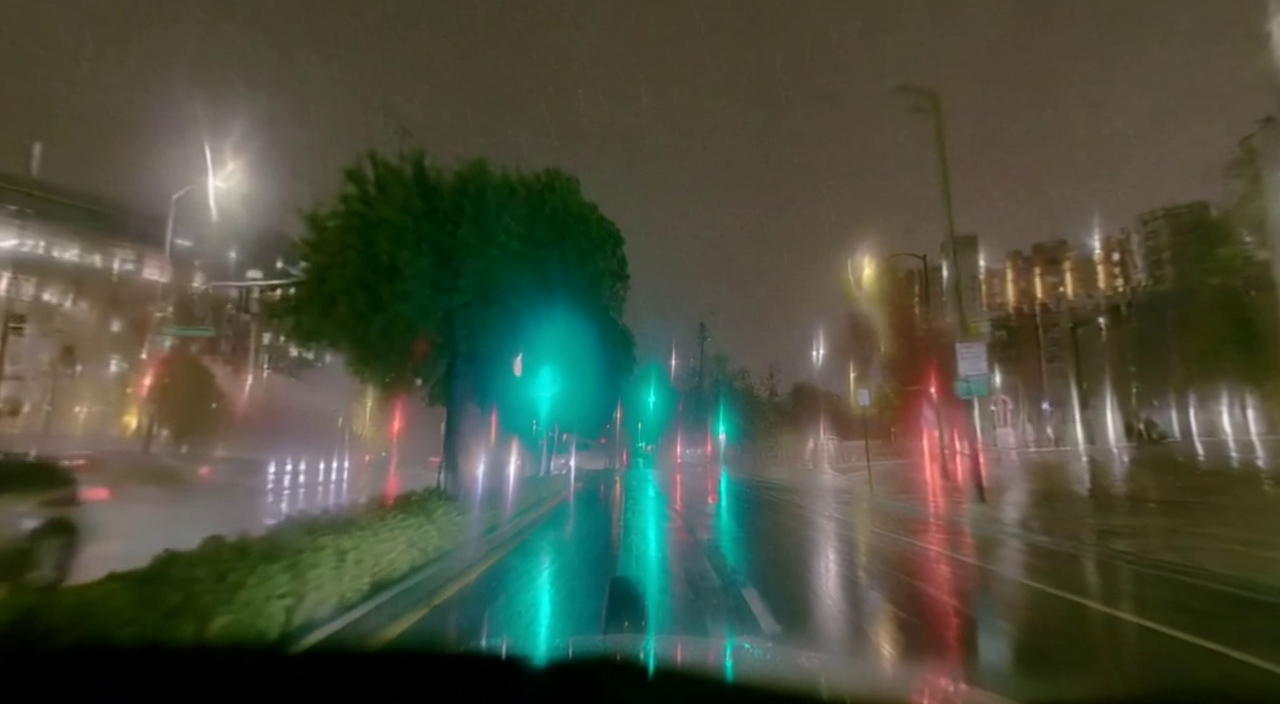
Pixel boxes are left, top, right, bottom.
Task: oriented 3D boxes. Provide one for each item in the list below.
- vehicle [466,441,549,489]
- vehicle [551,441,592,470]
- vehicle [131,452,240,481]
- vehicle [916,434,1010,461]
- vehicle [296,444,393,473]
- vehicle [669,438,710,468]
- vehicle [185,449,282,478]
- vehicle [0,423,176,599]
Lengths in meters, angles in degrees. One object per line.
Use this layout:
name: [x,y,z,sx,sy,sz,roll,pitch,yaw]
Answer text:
vehicle: [-4.786,4.162,23.592,1.991,1.614,4.718,0,-9,1]
vehicle: [-4.485,6.803,41.755,2.123,1.798,4.508,0,-9,1]
vehicle: [-24.619,6.201,34.281,4.359,1.457,2.043,0,-9,2]
vehicle: [18.961,5.655,37.158,4.459,1.525,1.956,0,-9,0]
vehicle: [-20.877,7.554,44.710,5.735,1.993,2.118,0,-9,-1]
vehicle: [3.025,6.325,39.535,2.129,1.719,4.205,0,-9,-1]
vehicle: [-23.700,6.494,36.844,4.276,1.570,2.044,0,-9,2]
vehicle: [-7.628,1.667,6.620,1.962,1.807,4.541,0,-9,1]
